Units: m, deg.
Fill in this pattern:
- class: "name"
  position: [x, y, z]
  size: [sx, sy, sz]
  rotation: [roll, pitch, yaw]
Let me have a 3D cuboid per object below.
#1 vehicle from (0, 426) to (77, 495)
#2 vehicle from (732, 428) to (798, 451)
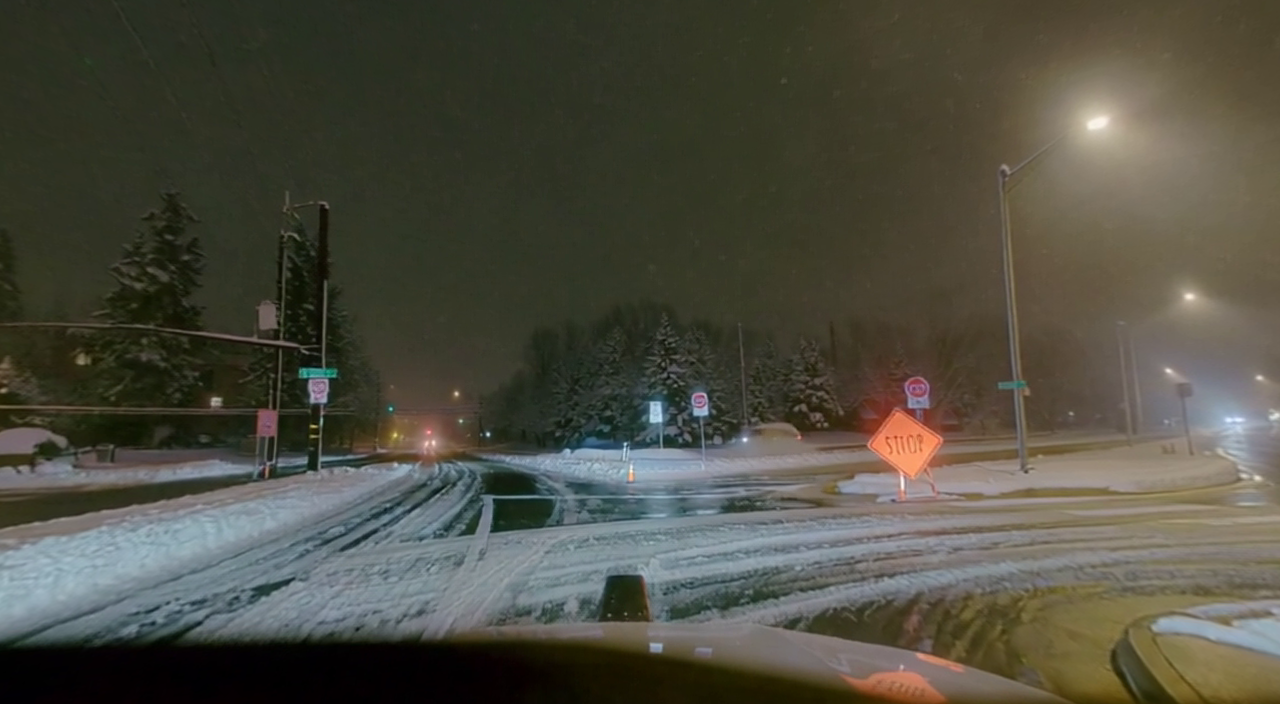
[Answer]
- class: "vehicle"
  position: [-17.437, 3.008, 17.743]
  size: [2.159, 1.734, 4.292]
  rotation: [7, -11, -41]
- class: "vehicle"
  position: [9.089, 6.416, 45.965]
  size: [4.302, 1.628, 1.957]
  rotation: [2, -9, -14]
